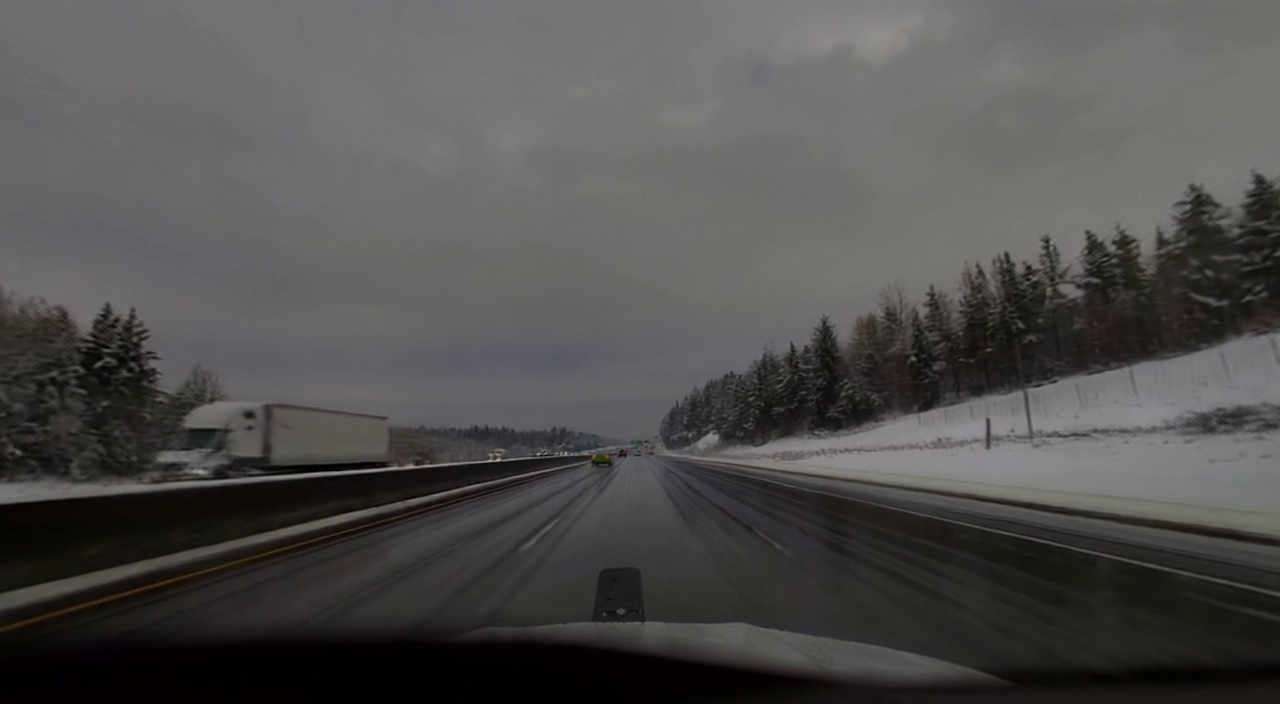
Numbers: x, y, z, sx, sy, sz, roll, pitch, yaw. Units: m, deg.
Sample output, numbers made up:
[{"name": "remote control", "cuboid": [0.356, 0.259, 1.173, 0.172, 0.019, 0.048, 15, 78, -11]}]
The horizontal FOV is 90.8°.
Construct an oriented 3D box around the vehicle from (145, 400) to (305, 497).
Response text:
[{"name": "vehicle", "cuboid": [-18.759, 4.448, 29.155, 2.964, 3.943, 6.327, 0, -9, -1]}]
